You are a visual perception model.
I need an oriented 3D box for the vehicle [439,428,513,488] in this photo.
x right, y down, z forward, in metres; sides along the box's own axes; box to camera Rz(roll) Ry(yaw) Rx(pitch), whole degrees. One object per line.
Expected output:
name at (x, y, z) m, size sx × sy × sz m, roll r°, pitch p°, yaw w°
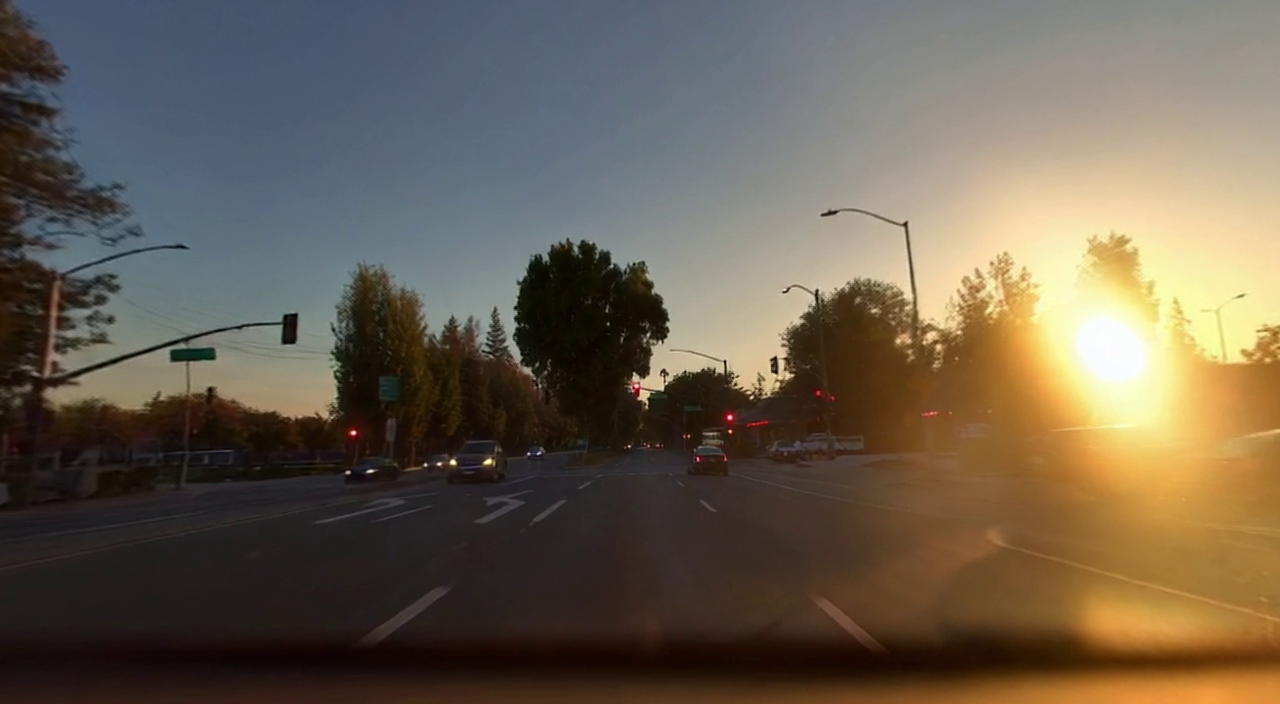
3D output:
vehicle at (-6.313, 4.154, 25.046) m, size 2.270 × 2.068 × 5.517 m, roll 1°, pitch -9°, yaw -9°

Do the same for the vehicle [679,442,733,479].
vehicle at (3.026, 5.056, 29.758) m, size 1.961 × 1.580 × 4.020 m, roll 0°, pitch -9°, yaw -2°

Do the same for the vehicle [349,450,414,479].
vehicle at (-15.381, 6.719, 37.897) m, size 1.931 × 1.590 × 4.478 m, roll 0°, pitch -9°, yaw 1°

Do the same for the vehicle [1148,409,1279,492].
vehicle at (14.844, 2.468, 16.331) m, size 2.067 × 1.818 × 4.779 m, roll -12°, pitch -12°, yaw 42°

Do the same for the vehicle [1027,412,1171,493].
vehicle at (13.424, 2.846, 18.356) m, size 5.115 × 1.997 × 2.279 m, roll 6°, pitch -13°, yaw -44°
